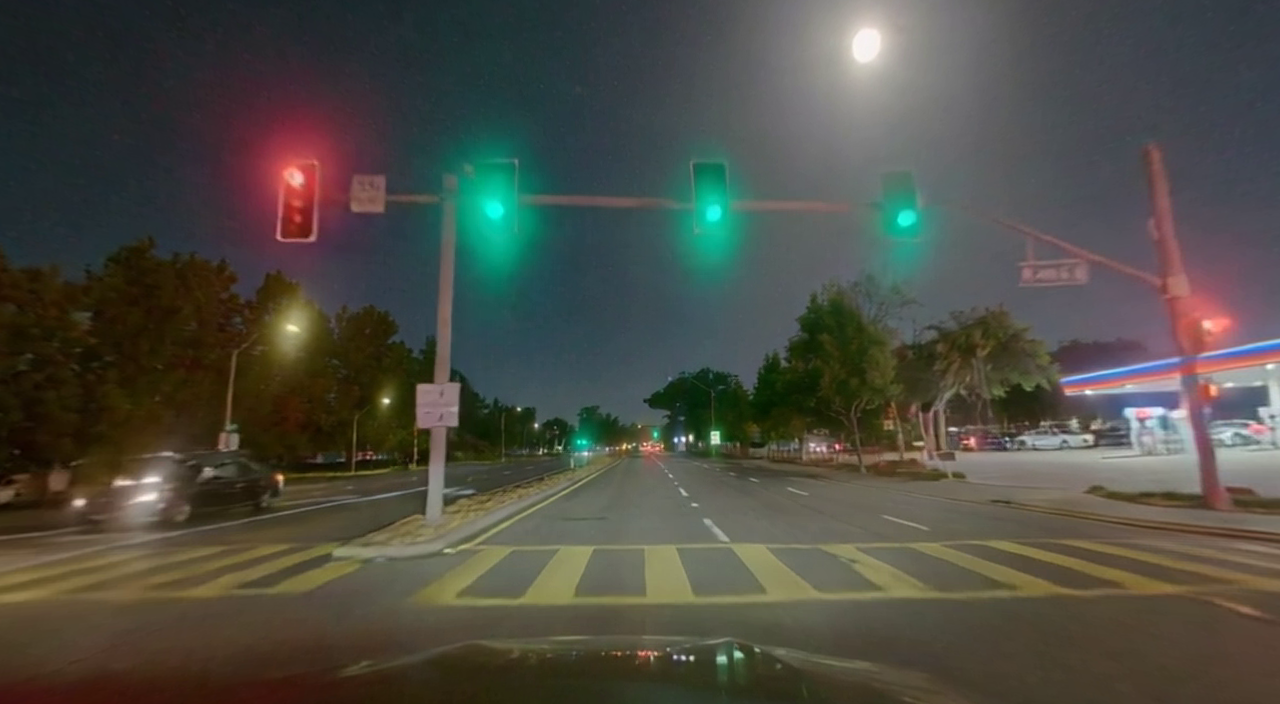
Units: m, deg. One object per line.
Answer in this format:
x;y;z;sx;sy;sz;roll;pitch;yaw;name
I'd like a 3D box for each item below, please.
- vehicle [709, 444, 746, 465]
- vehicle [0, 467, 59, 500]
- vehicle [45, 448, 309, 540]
6.509;7.657;47.297;1.990;1.508;4.426;0;-9;-2;vehicle
-36.367;7.462;36.070;4.645;1.728;2.059;-2;-9;7;vehicle
-9.147;2.797;13.156;2.029;1.452;4.598;-3;-9;0;vehicle
